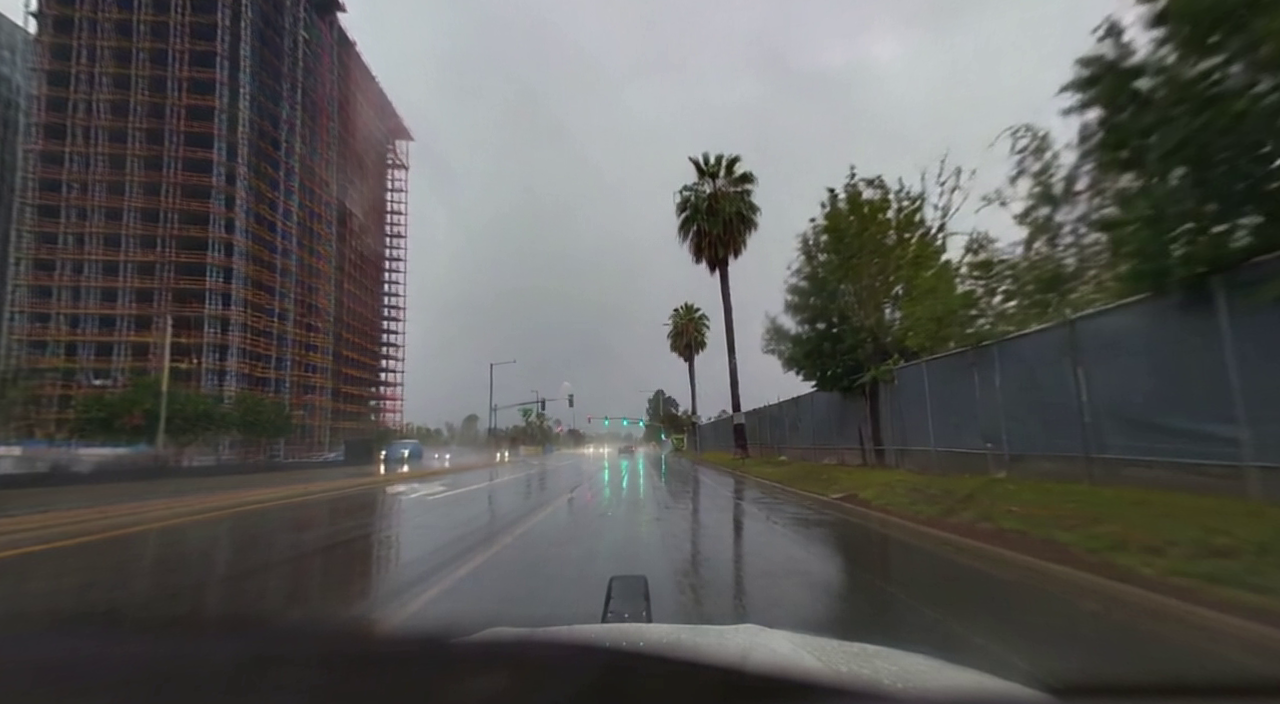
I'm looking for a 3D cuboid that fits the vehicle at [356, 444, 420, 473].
[{"bbox_3d":[-15.853,6.730,39.918,2.117,1.706,4.847,0,-9,-1],"label":"vehicle"}]
